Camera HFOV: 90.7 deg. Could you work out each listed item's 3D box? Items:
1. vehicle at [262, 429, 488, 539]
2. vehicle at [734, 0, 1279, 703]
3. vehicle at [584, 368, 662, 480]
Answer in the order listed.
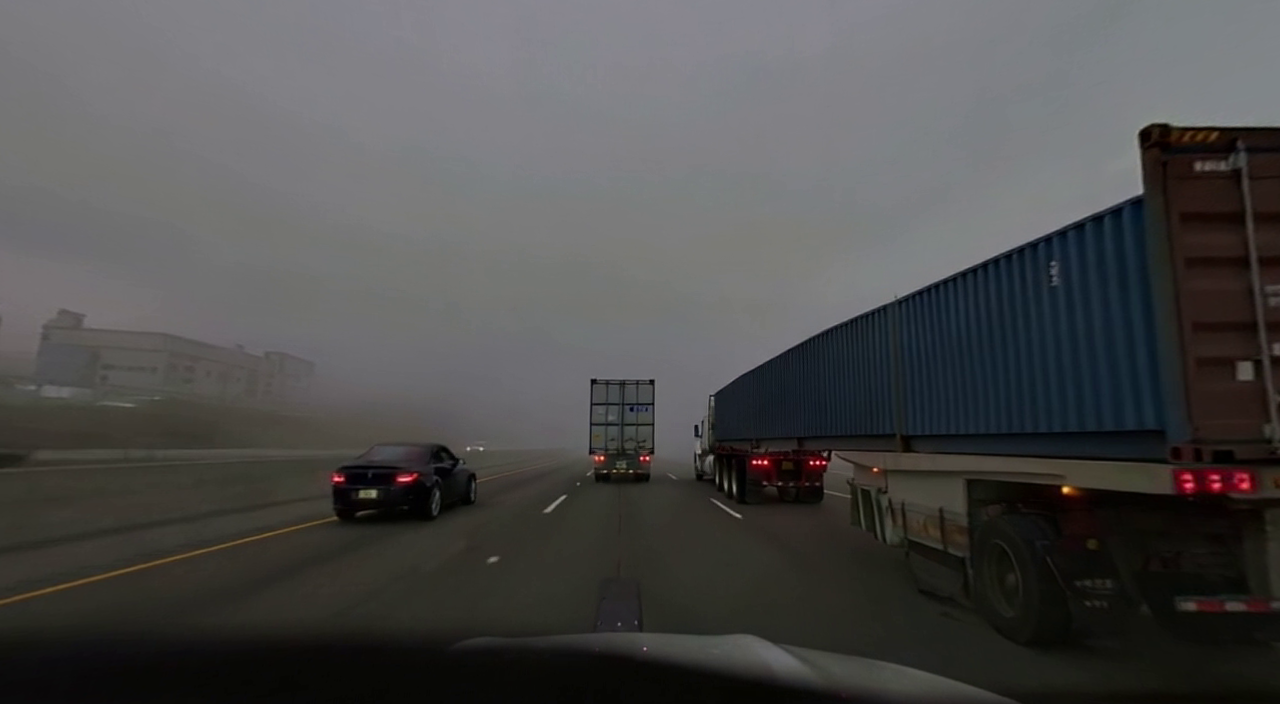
[{"bbox_3d":[-4.185,2.155,11.007,1.994,1.471,4.591,0,-9,-1],"label":"vehicle"},{"bbox_3d":[3.763,0.521,8.617,2.803,4.072,12.744,0,-9,-1],"label":"vehicle"},{"bbox_3d":[-0.567,3.512,29.146,2.841,4.071,12.046,0,-9,1],"label":"vehicle"}]
